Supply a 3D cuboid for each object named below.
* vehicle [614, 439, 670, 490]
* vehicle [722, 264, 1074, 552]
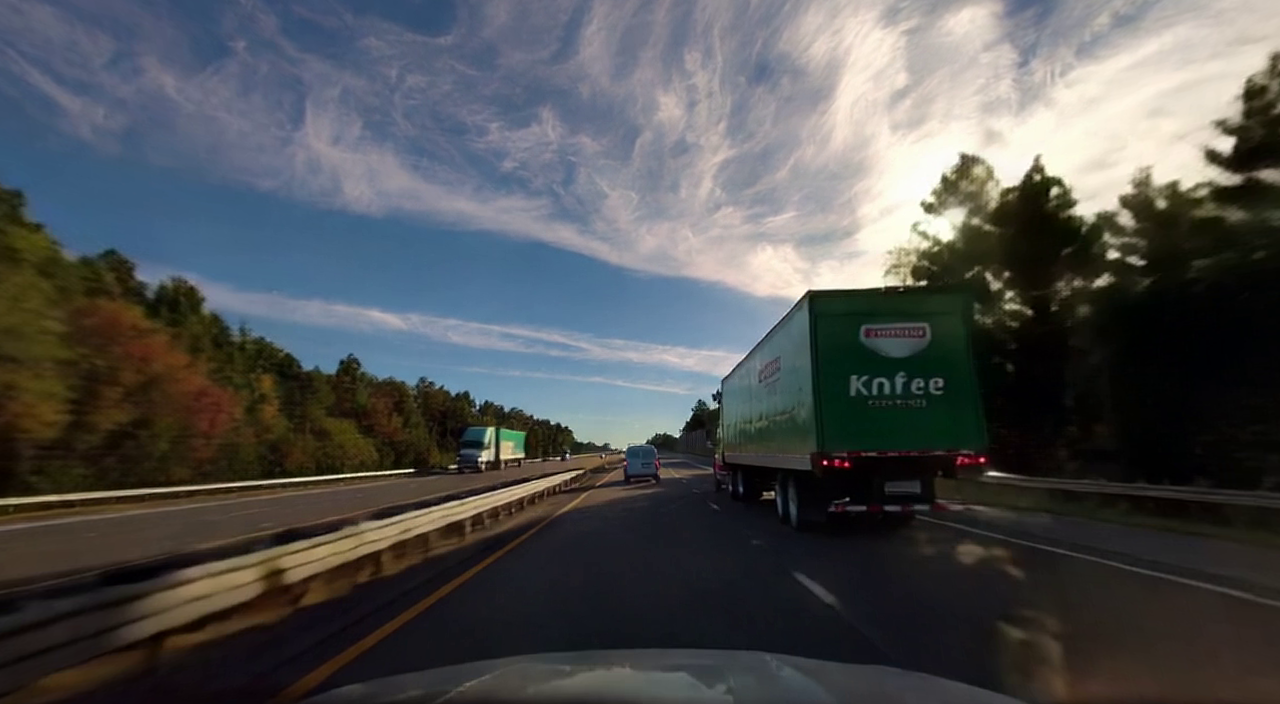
[{"bbox_3d":[0.090,4.515,25.572,2.105,1.865,4.102,0,-9,0],"label":"vehicle"},{"bbox_3d":[4.318,1.701,15.032,3.030,3.985,12.707,0,-9,0],"label":"vehicle"}]
